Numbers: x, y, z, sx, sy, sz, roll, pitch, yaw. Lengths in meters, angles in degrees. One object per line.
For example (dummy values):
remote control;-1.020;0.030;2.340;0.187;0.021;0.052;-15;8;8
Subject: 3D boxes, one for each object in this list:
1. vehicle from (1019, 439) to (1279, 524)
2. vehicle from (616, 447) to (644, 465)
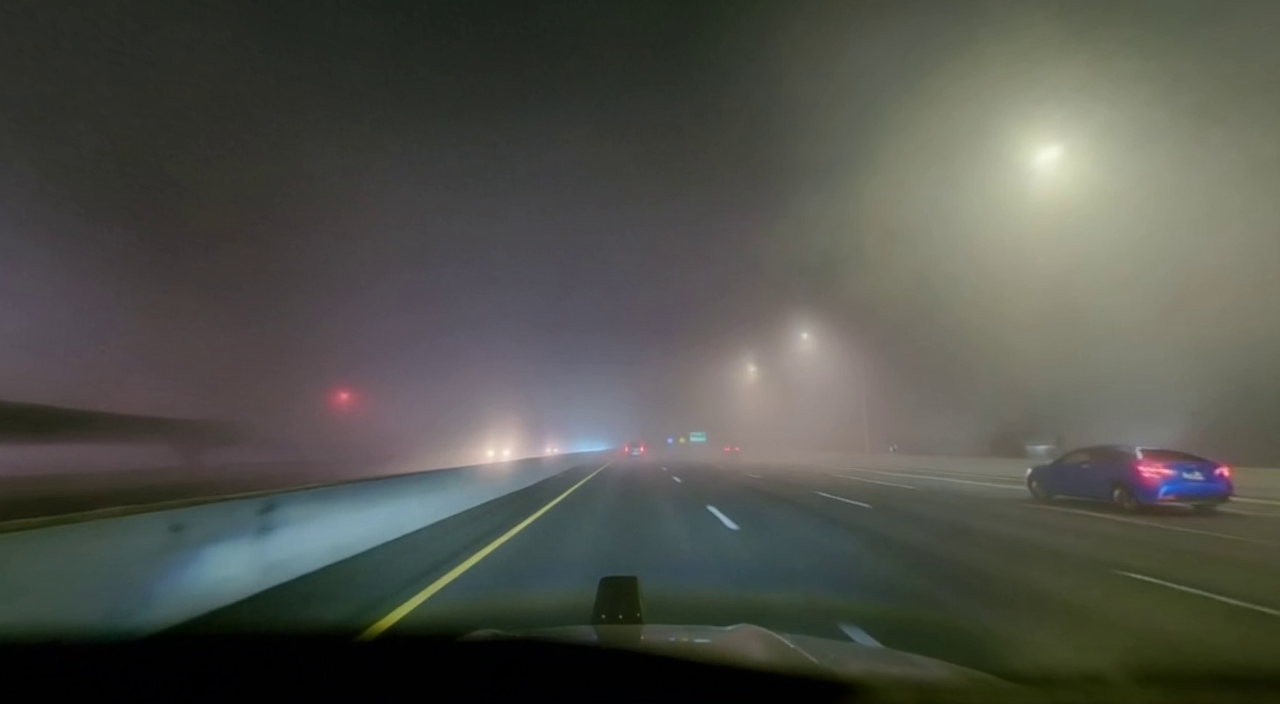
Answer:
vehicle;10.759;2.649;13.692;2.024;1.481;4.747;1;-8;-2
vehicle;-0.695;7.812;47.722;2.004;1.259;3.781;0;-8;0
